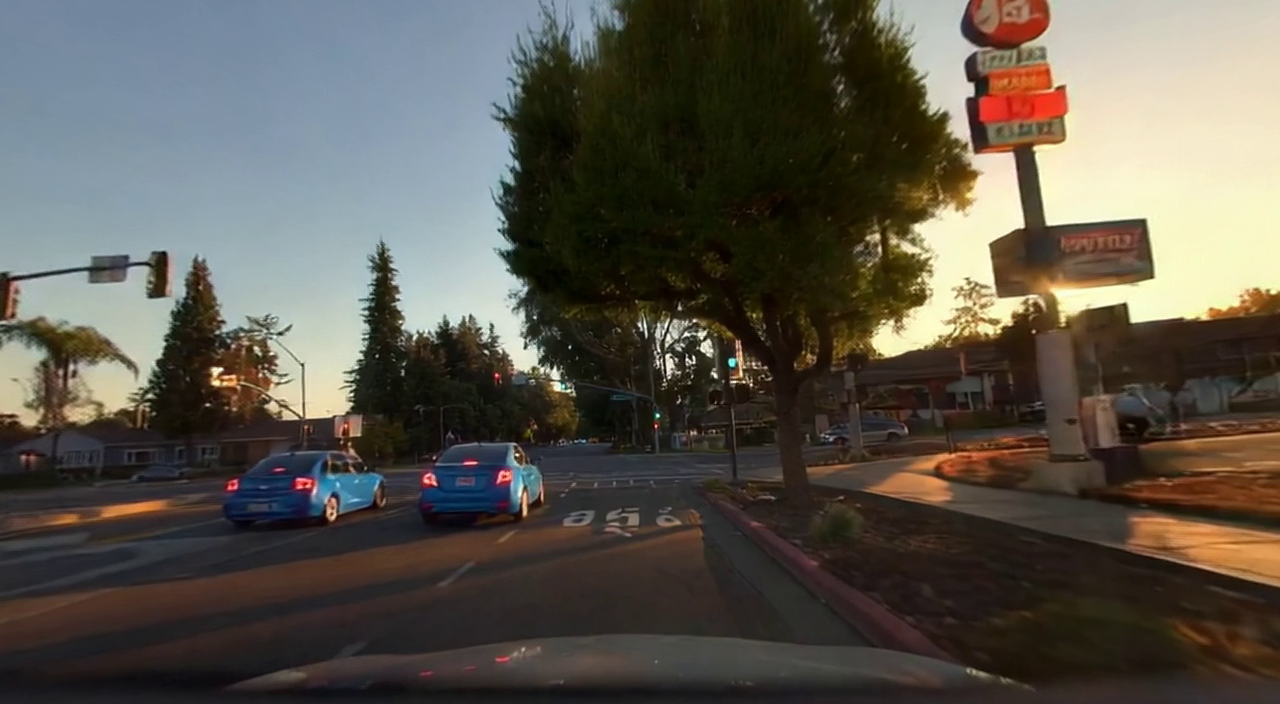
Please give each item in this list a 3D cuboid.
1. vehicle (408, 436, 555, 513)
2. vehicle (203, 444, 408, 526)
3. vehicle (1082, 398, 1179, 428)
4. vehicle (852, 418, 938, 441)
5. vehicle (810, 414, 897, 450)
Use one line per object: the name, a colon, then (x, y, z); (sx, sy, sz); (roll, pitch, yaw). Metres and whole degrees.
vehicle: (-3.366, 2.705, 14.552); (2.054, 1.449, 4.772); (0, -8, 1)
vehicle: (-6.714, 2.671, 13.336); (1.966, 1.439, 4.161); (0, -8, 1)
vehicle: (32.178, 4.015, 41.510); (4.630, 1.824, 2.031); (0, -8, -2)
vehicle: (16.597, 5.089, 41.279); (4.712, 1.466, 1.962); (0, -9, -1)
vehicle: (12.812, 4.830, 38.054); (4.428, 1.501, 1.884); (-7, -8, -2)
